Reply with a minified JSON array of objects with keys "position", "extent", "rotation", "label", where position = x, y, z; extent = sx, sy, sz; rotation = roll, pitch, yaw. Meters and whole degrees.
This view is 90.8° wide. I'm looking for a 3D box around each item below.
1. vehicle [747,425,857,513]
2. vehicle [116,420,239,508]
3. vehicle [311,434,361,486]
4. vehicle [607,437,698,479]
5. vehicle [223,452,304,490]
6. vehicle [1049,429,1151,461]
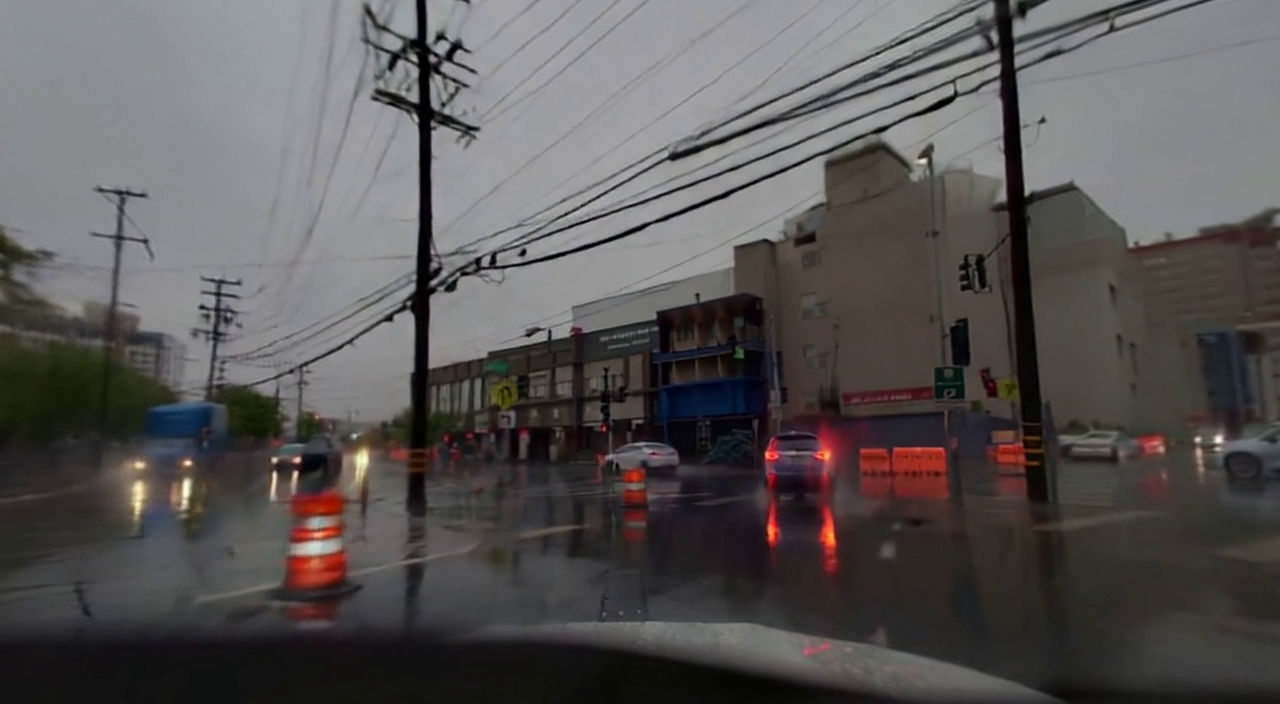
[{"position":[4.056,2.900,16.257],"extent":[2.256,1.859,5.118],"rotation":[-2,-8,12],"label":"vehicle"},{"position":[-15.617,3.793,21.598],"extent":[2.185,2.644,3.306],"rotation":[-1,-9,-14],"label":"vehicle"},{"position":[-16.549,5.847,34.618],"extent":[1.959,2.654,4.078],"rotation":[3,-9,-20],"label":"vehicle"},{"position":[0.491,5.307,32.062],"extent":[2.206,1.911,5.548],"rotation":[4,-9,-27],"label":"vehicle"},{"position":[-19.689,6.188,33.312],"extent":[2.509,1.731,4.549],"rotation":[2,-8,-16],"label":"vehicle"},{"position":[26.065,5.280,35.889],"extent":[4.382,1.688,1.937],"rotation":[-8,-11,42],"label":"vehicle"}]
